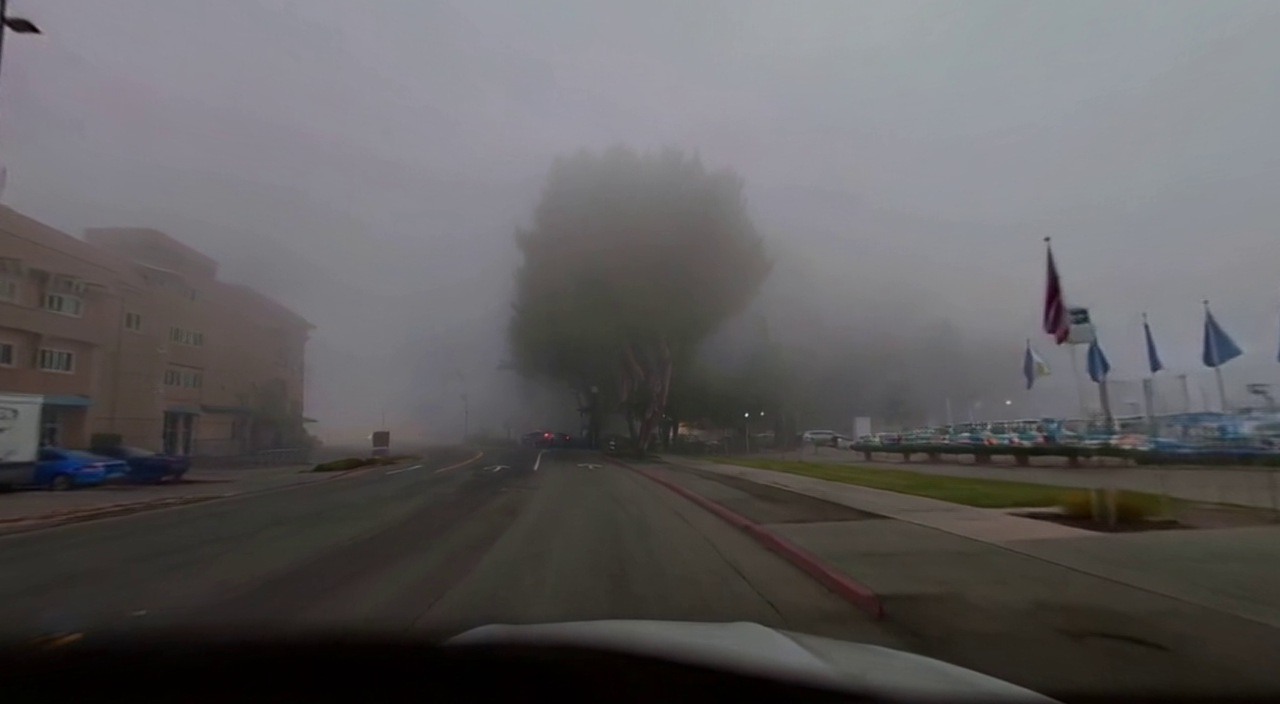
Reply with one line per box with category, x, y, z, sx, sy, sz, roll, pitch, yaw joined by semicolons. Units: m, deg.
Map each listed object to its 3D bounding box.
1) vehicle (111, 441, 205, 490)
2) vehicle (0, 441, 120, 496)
vehicle;-17.078;3.973;22.464;1.778;1.584;2.802;2;-8;-19
vehicle;-19.782;3.913;21.612;1.907;1.642;4.020;3;-9;-25
